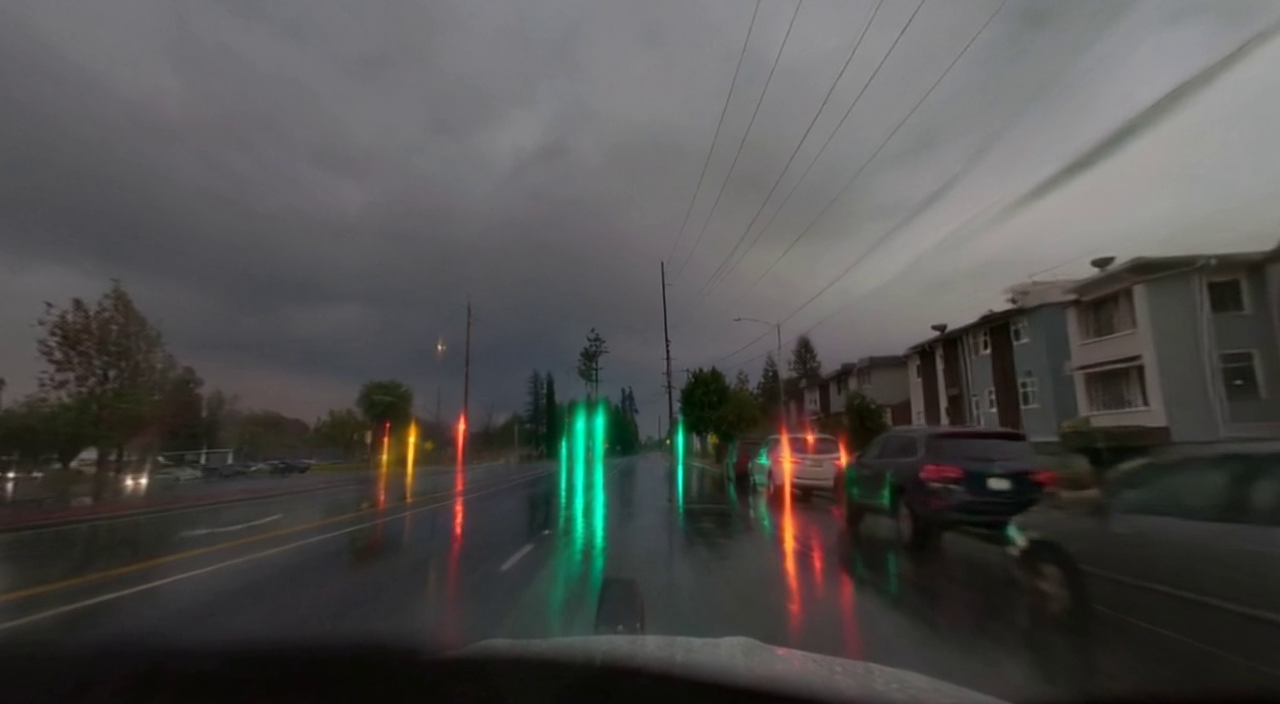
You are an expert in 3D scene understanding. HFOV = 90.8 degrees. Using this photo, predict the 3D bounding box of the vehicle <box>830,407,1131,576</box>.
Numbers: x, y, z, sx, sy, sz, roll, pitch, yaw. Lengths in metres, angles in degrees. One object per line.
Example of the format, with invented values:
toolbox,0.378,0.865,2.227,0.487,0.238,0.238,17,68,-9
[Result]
vehicle,4.295,1.818,8.993,1.936,1.778,4.378,0,-9,2

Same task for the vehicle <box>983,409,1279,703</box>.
vehicle,3.905,1.036,3.014,1.925,1.505,4.895,0,-8,2

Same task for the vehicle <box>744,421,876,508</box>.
vehicle,4.249,2.909,16.785,2.056,1.941,4.955,0,-8,-1
